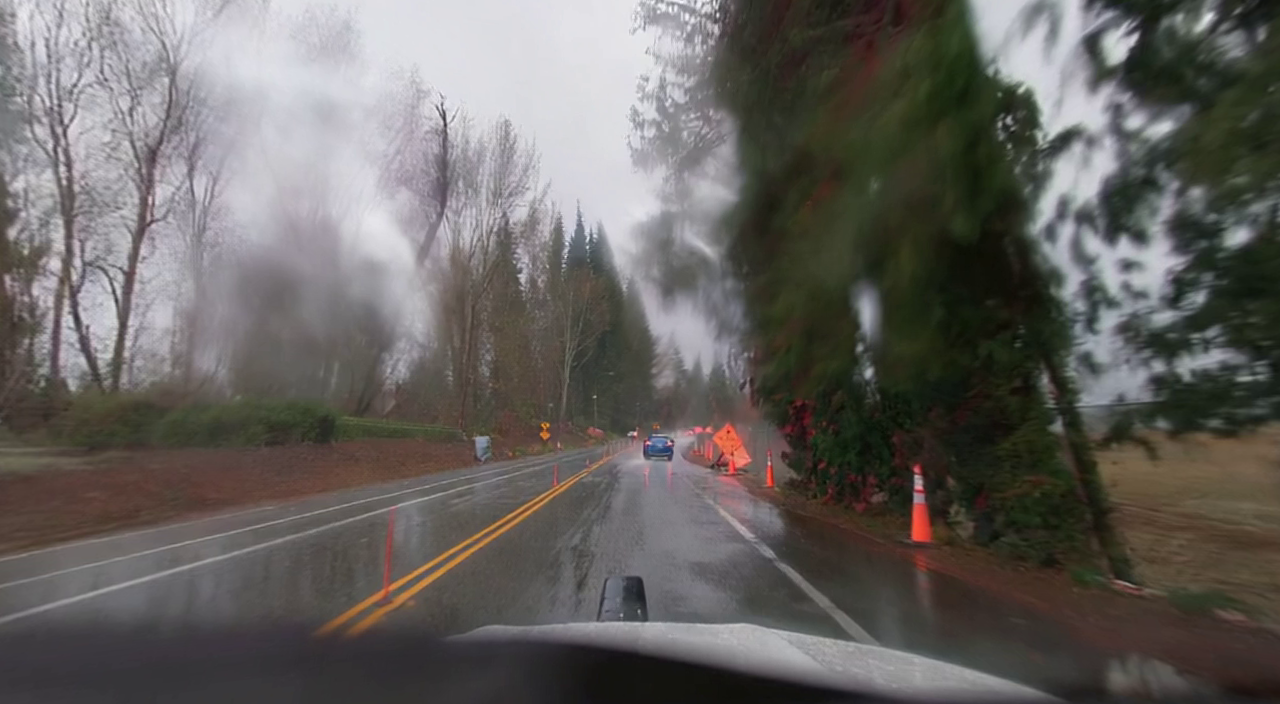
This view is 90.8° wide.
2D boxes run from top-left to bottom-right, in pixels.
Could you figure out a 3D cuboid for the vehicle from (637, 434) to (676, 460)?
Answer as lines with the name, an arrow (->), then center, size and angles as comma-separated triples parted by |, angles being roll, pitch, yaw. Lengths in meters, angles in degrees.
vehicle -> 1.072, 5.874, 38.920 | 2.172, 1.486, 3.581 | -1, -9, 4
